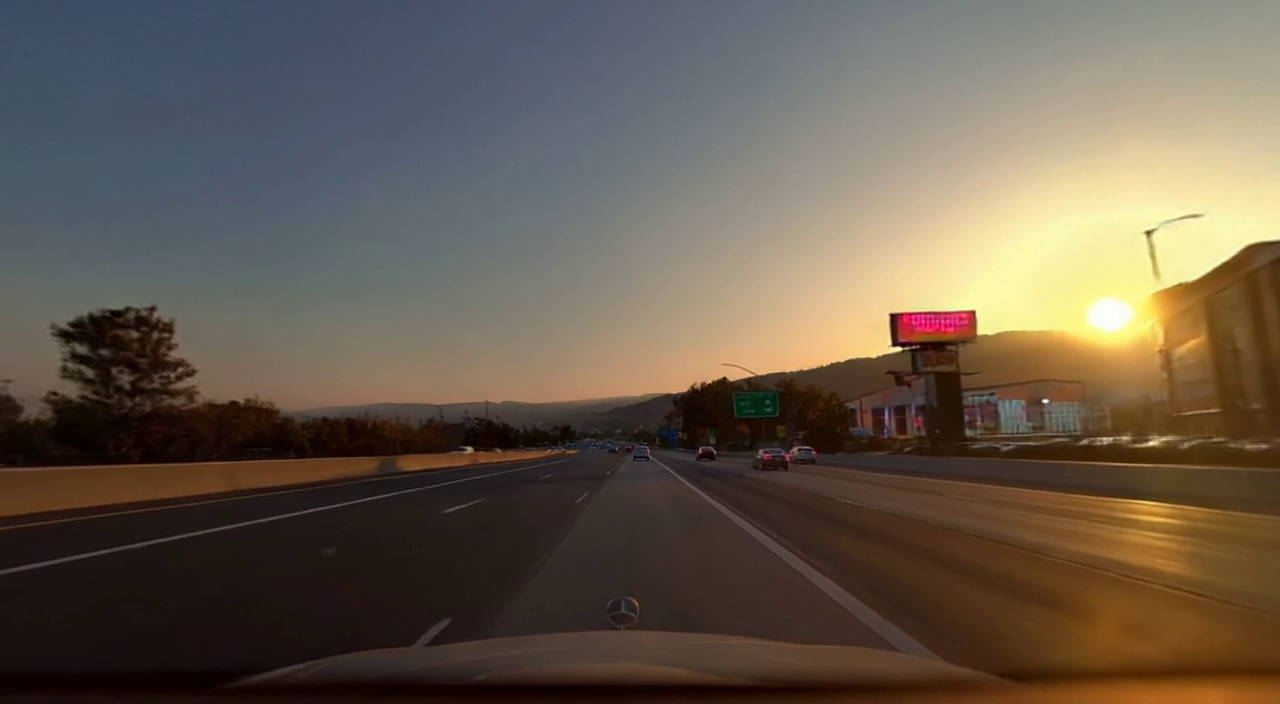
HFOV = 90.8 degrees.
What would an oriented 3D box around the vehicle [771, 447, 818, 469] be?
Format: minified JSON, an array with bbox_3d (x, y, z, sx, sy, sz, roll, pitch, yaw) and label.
[{"bbox_3d":[10.599,7.290,43.705,1.953,1.473,4.512,0,-8,-2],"label":"vehicle"}]
